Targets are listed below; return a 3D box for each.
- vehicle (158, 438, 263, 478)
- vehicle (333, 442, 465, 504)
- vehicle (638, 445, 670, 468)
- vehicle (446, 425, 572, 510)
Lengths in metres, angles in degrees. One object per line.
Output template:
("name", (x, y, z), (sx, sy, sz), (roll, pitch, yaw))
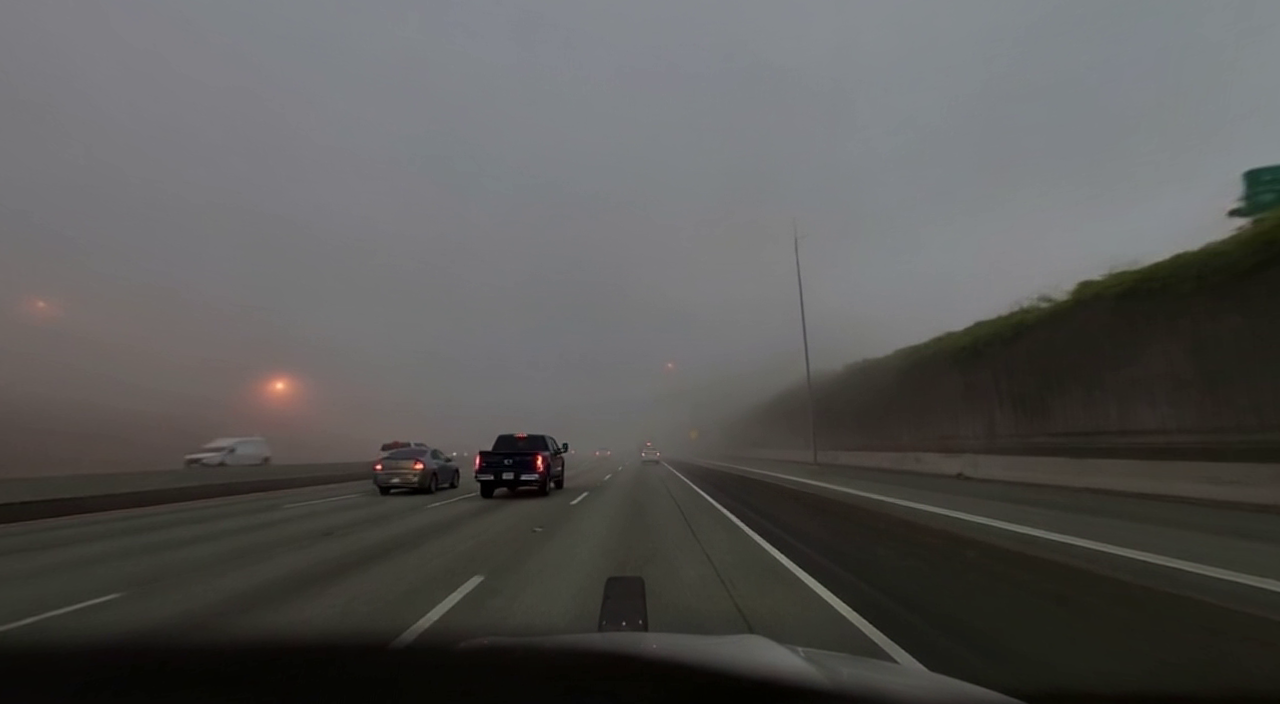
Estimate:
("vehicle", (-25.584, 6.312, 37.900), (2.529, 2.189, 5.220), (-1, -8, 1))
("vehicle", (-6.456, 3.254, 17.512), (1.887, 1.475, 4.316), (-1, -8, 1))
("vehicle", (0.954, 7.165, 43.596), (2.073, 1.480, 4.343), (-1, -8, 1))
("vehicle", (-3.088, 2.846, 16.042), (2.124, 1.787, 4.830), (-1, -8, 1))
